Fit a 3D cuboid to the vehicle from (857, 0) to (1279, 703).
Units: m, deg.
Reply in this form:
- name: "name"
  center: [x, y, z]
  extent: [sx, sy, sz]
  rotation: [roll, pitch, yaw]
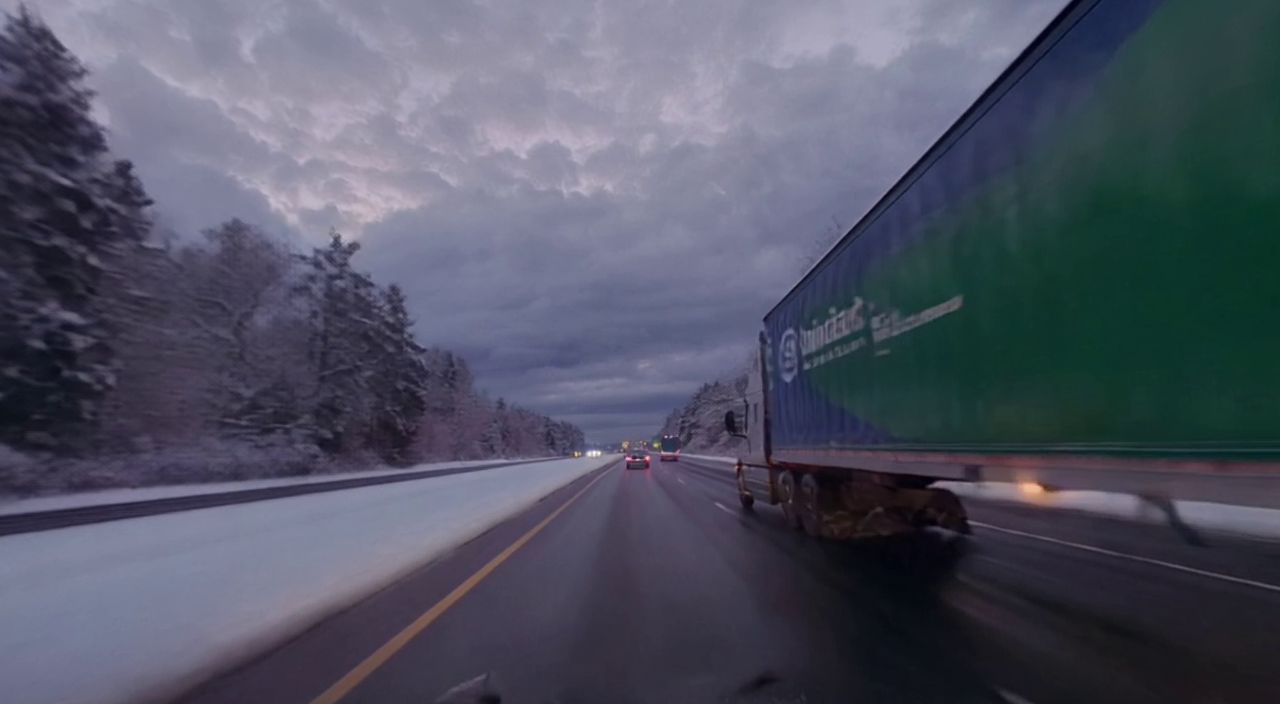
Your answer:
- name: "vehicle"
  center: [3.970, -0.613, 0.567]
  extent: [3.440, 4.090, 11.380]
  rotation: [-1, -10, 0]
